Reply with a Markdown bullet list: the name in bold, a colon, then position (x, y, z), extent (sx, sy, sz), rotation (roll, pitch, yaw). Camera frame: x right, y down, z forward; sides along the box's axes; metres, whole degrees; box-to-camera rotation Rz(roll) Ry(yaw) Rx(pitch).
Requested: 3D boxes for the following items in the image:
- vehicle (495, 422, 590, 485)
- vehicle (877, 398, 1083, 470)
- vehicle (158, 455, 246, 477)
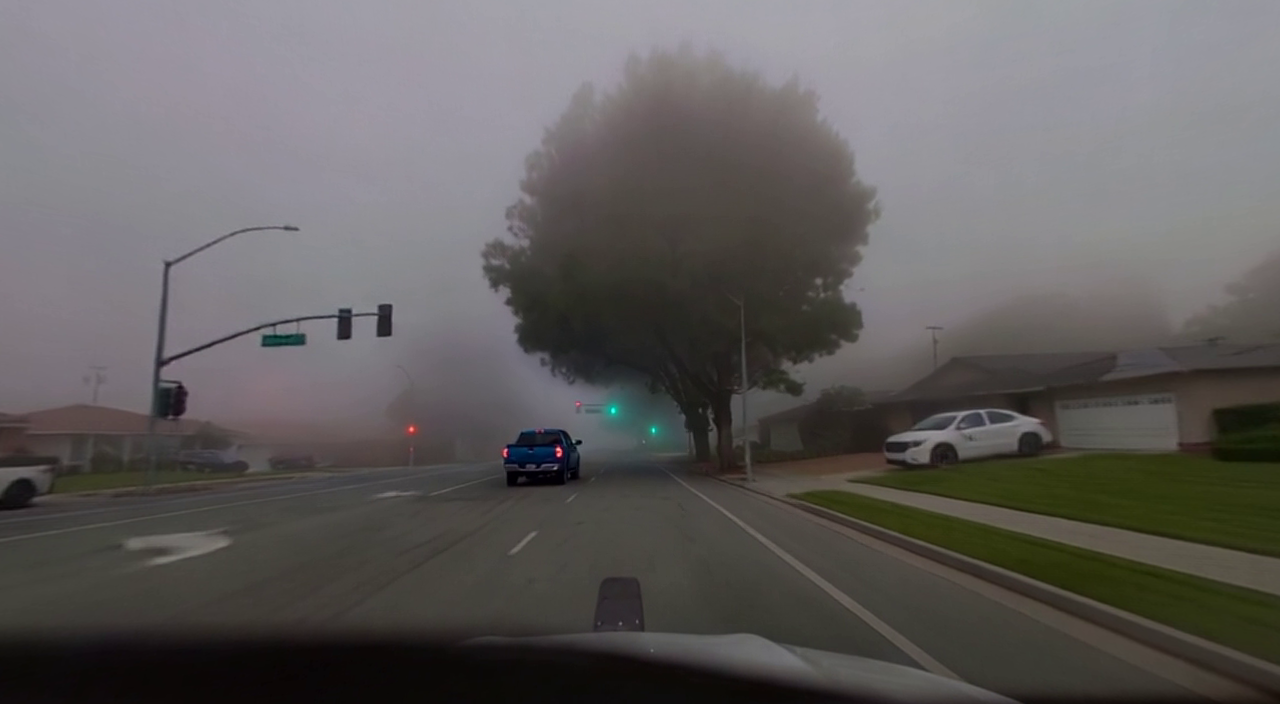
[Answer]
- **vehicle**: position (-3.378, 3.729, 23.342), extent (2.508, 2.001, 5.880), rotation (0, -9, 0)
- **vehicle**: position (10.037, 2.459, 18.932), extent (4.882, 1.839, 2.243), rotation (-1, -8, -8)
- **vehicle**: position (-30.249, 7.862, 43.714), extent (4.506, 1.453, 2.108), rotation (0, -9, 0)
